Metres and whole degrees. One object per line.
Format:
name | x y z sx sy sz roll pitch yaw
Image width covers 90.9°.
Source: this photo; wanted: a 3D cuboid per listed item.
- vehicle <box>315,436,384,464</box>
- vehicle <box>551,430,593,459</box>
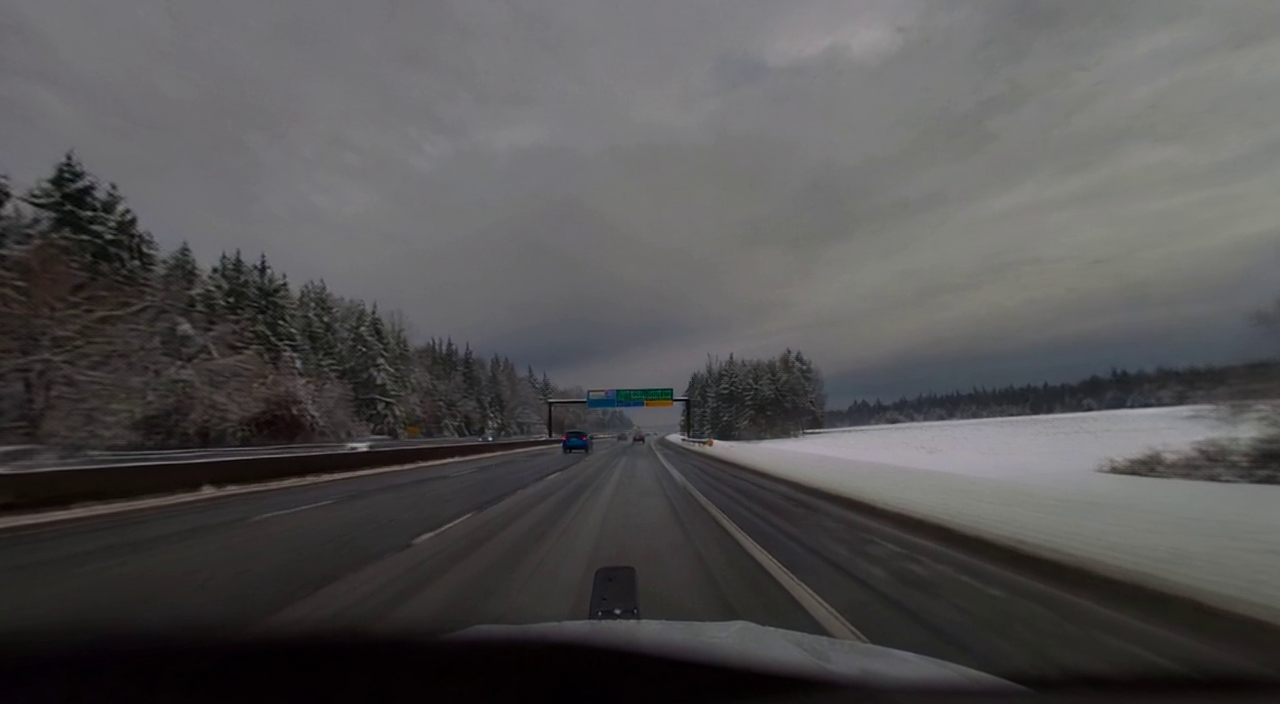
vehicle | -16.587 5.608 36.222 1.863 1.482 4.336 0 -7 0
vehicle | -4.086 5.645 38.648 2.052 1.626 4.514 0 -8 1
